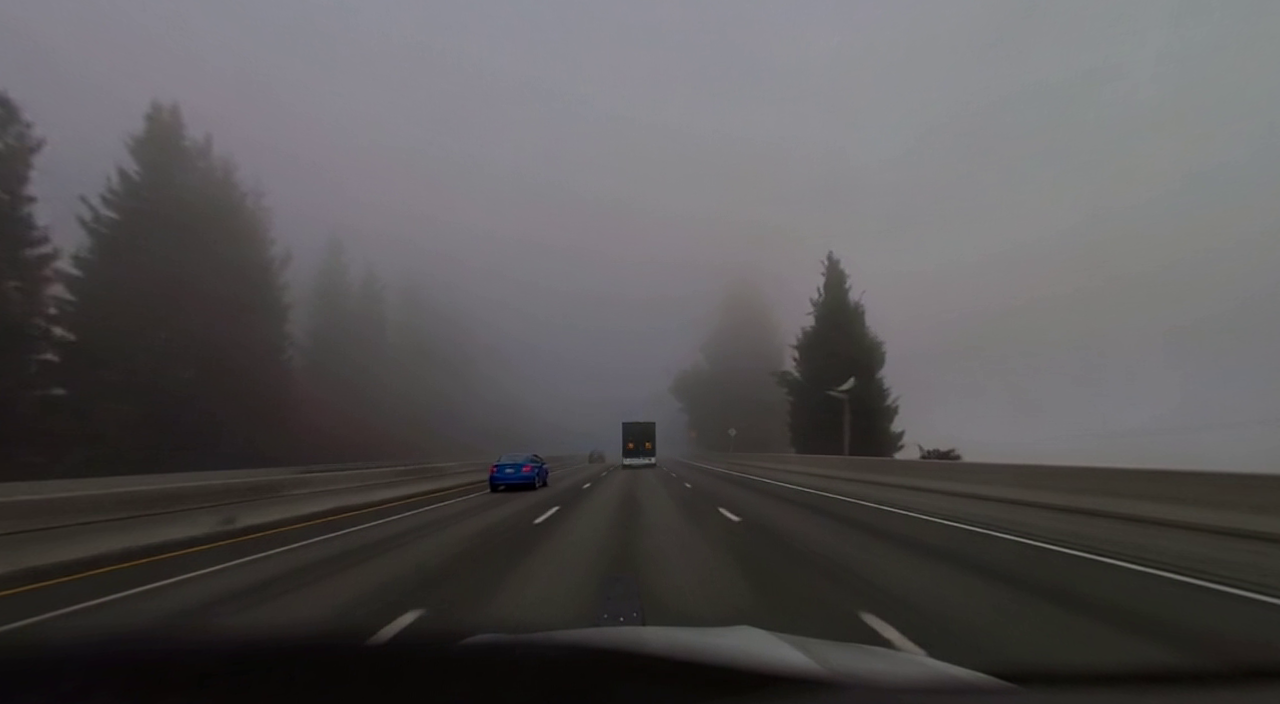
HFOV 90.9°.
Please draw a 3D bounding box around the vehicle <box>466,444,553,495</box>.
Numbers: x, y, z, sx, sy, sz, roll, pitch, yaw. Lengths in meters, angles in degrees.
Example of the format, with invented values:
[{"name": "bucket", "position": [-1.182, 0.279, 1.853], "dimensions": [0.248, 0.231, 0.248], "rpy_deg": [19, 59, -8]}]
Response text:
[{"name": "vehicle", "position": [-4.278, 3.918, 21.430], "dimensions": [1.916, 1.506, 4.476], "rpy_deg": [0, -9, 1]}]
